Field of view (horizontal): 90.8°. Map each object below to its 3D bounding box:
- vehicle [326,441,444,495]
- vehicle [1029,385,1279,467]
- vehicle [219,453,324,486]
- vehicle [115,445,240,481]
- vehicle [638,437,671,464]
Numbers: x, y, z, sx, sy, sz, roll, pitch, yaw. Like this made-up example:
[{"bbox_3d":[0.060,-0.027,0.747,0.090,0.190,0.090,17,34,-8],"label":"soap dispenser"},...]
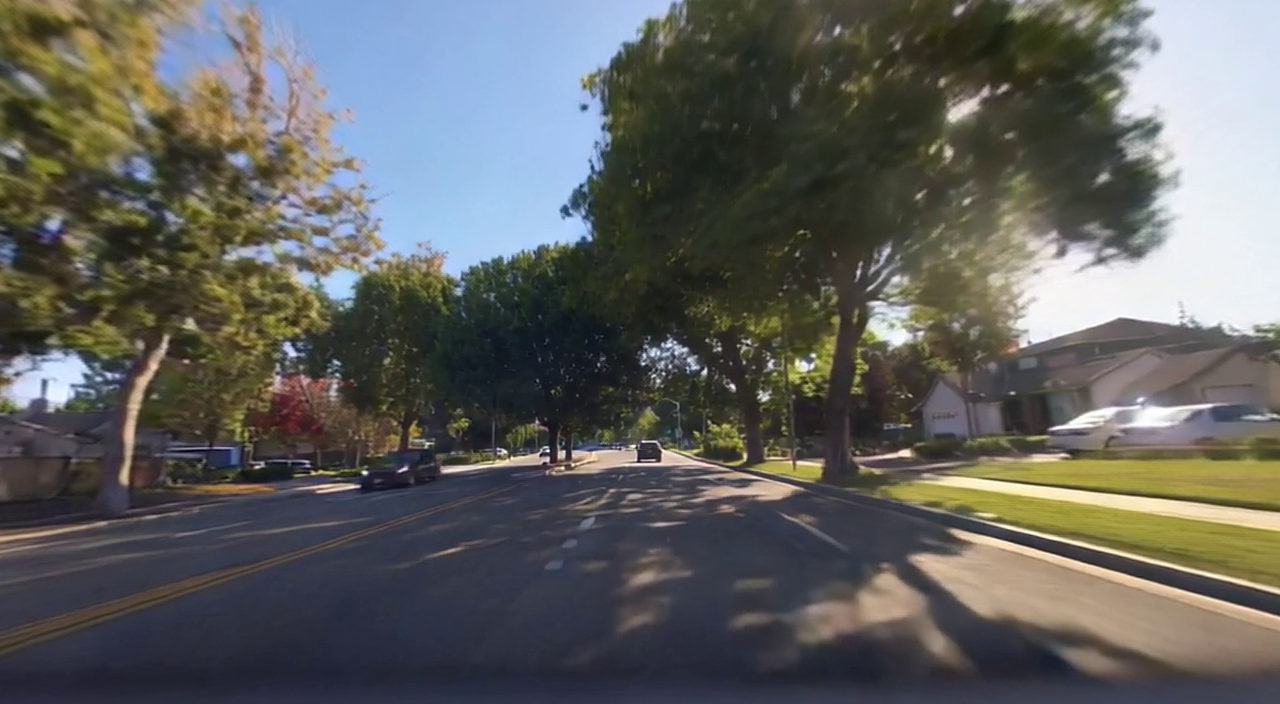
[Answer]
[{"bbox_3d":[-10.306,4.706,26.222,2.337,1.963,5.862,-1,-8,2],"label":"vehicle"},{"bbox_3d":[16.743,2.413,20.516,6.339,2.103,2.660,-4,-8,0],"label":"vehicle"},{"bbox_3d":[-20.863,6.673,35.947,4.797,1.518,1.957,-3,-8,0],"label":"vehicle"},{"bbox_3d":[-26.521,6.371,36.400,5.412,1.959,2.230,0,-8,0],"label":"vehicle"},{"bbox_3d":[1.004,7.040,45.126,2.215,1.799,4.426,0,-8,0],"label":"vehicle"}]
